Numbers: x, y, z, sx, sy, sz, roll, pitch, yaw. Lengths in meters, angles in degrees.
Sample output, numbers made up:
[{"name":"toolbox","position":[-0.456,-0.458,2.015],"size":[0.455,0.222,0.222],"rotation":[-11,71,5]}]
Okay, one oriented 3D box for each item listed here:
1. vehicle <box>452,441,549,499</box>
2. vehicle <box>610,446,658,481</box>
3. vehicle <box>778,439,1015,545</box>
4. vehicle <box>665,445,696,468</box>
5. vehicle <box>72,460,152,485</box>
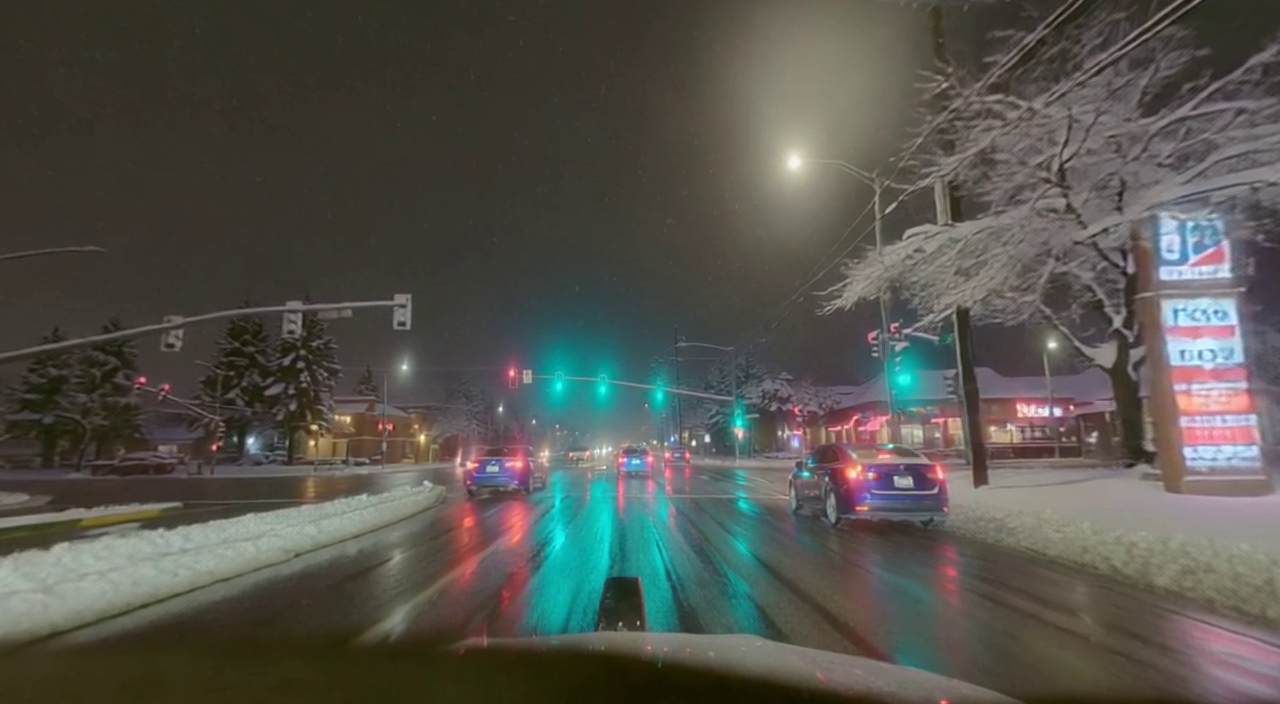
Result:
[{"name":"vehicle","position":[-4.195,3.625,19.857],"size":[2.035,1.564,4.702],"rotation":[0,-8,-1]},{"name":"vehicle","position":[-0.315,5.175,29.574],"size":[2.072,1.473,4.139],"rotation":[0,-8,-1]},{"name":"vehicle","position":[4.215,2.365,11.537],"size":[2.119,1.479,4.910],"rotation":[0,-8,-2]},{"name":"vehicle","position":[3.005,7.851,47.722],"size":[1.986,1.660,4.006],"rotation":[0,-8,-2]},{"name":"vehicle","position":[-37.498,8.544,44.934],"size":[3.931,1.653,2.134],"rotation":[-1,-9,7]}]
